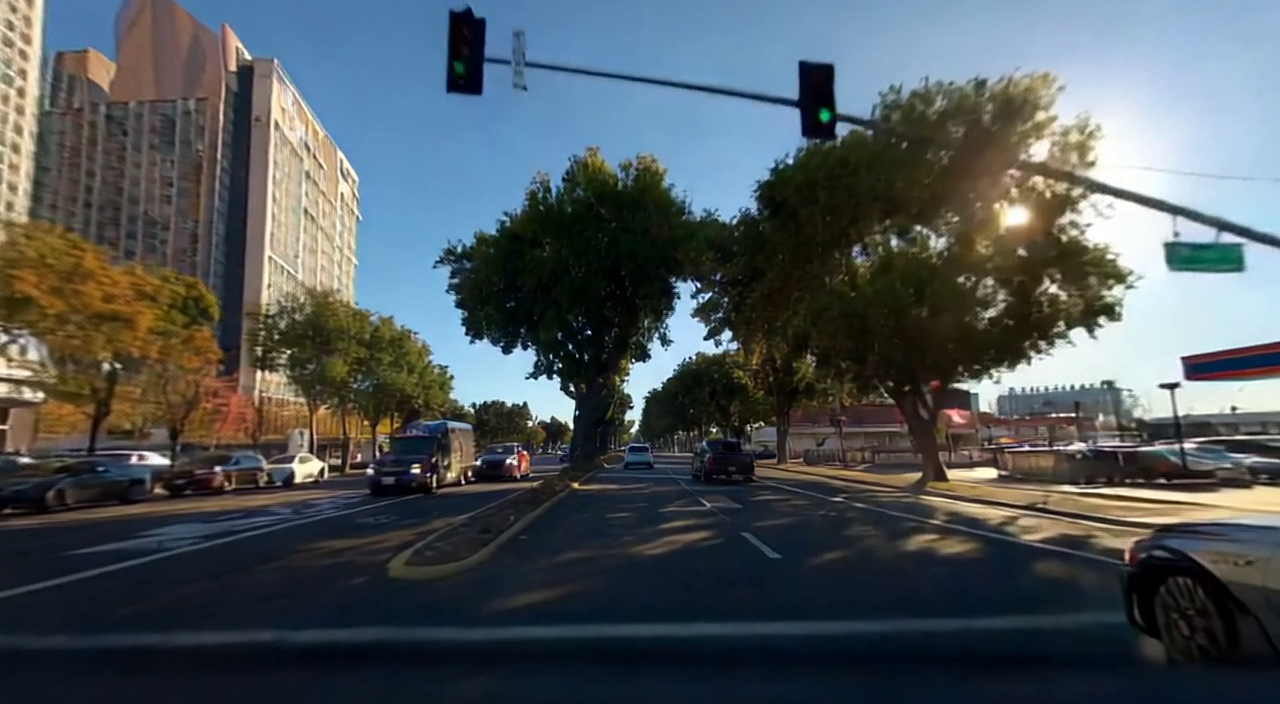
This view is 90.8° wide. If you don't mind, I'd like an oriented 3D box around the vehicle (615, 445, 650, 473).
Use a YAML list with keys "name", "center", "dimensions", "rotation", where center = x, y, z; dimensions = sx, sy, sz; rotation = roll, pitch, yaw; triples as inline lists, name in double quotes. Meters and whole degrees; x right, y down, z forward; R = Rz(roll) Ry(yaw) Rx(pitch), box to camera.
- name: "vehicle"
  center: [-0.494, 6.563, 38.900]
  dimensions: [2.029, 1.605, 3.827]
  rotation: [0, -9, -2]

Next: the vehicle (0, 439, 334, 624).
- name: "vehicle"
  center: [-5.428, 1.773, 7.433]
  dimensions: [1.972, 1.466, 4.493]
  rotation: [2, -8, -9]

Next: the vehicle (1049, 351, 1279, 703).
- name: "vehicle"
  center: [3.615, 0.663, 1.293]
  dimensions: [2.117, 1.689, 5.113]
  rotation: [0, -9, 0]

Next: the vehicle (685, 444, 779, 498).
- name: "vehicle"
  center: [2.722, 3.648, 19.809]
  dimensions: [2.061, 1.487, 4.462]
  rotation: [0, -9, -3]

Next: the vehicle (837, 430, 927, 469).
- name: "vehicle"
  center: [16.601, 6.747, 43.740]
  dimensions: [2.400, 2.488, 5.485]
  rotation: [4, -10, -28]

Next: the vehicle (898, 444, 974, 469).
- name: "vehicle"
  center: [20.569, 7.252, 44.106]
  dimensions: [2.154, 1.670, 4.434]
  rotation: [4, -9, -24]

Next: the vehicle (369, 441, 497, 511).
- name: "vehicle"
  center: [-5.148, 3.092, 16.393]
  dimensions: [1.953, 1.526, 4.349]
  rotation: [0, -8, -2]
